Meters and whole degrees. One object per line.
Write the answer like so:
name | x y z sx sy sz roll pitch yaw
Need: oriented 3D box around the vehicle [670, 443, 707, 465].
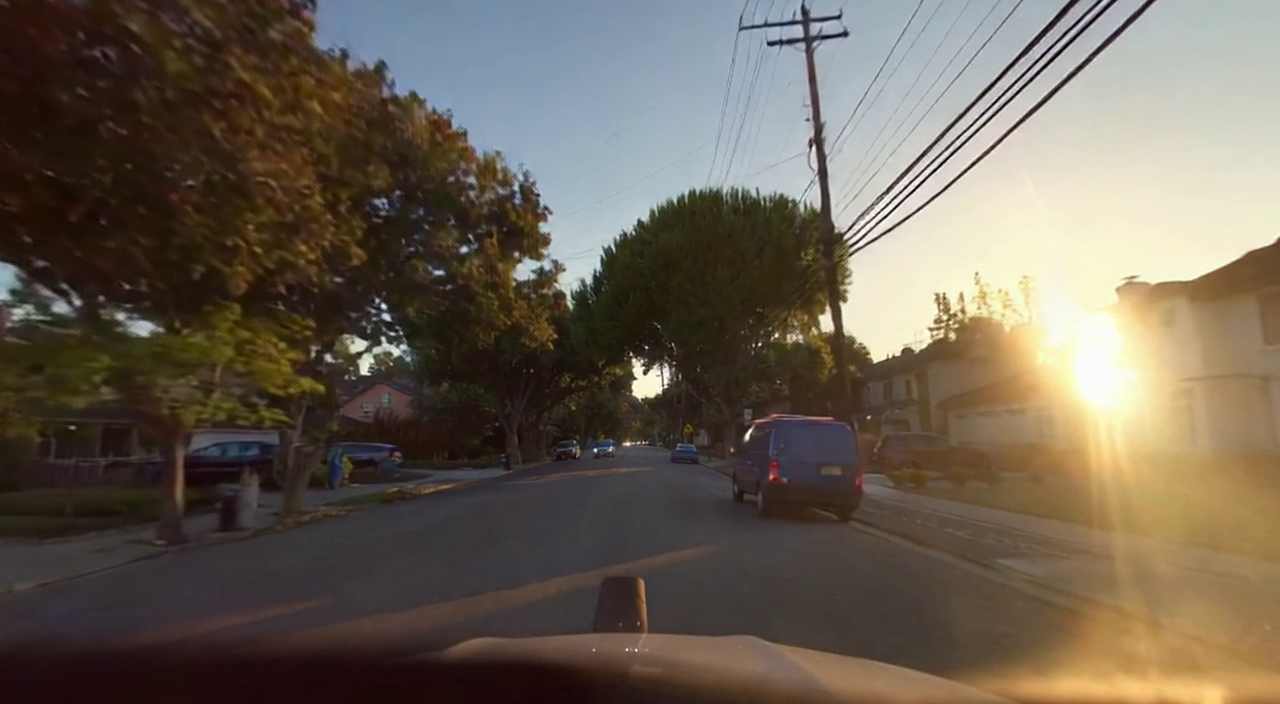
vehicle | 3.294 7.049 43.797 1.944 1.439 4.500 1 -9 -4

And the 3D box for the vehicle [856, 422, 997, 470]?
vehicle | 11.155 3.711 24.861 4.602 1.799 1.859 0 -9 0

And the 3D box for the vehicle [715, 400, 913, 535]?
vehicle | 2.994 2.166 12.376 2.311 2.069 5.156 0 -9 -1

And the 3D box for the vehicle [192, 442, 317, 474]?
vehicle | -18.382 5.051 30.284 4.615 1.482 2.073 0 -8 1

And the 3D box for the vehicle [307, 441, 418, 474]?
vehicle | -13.260 5.060 30.406 4.443 1.475 1.932 0 -9 -1
